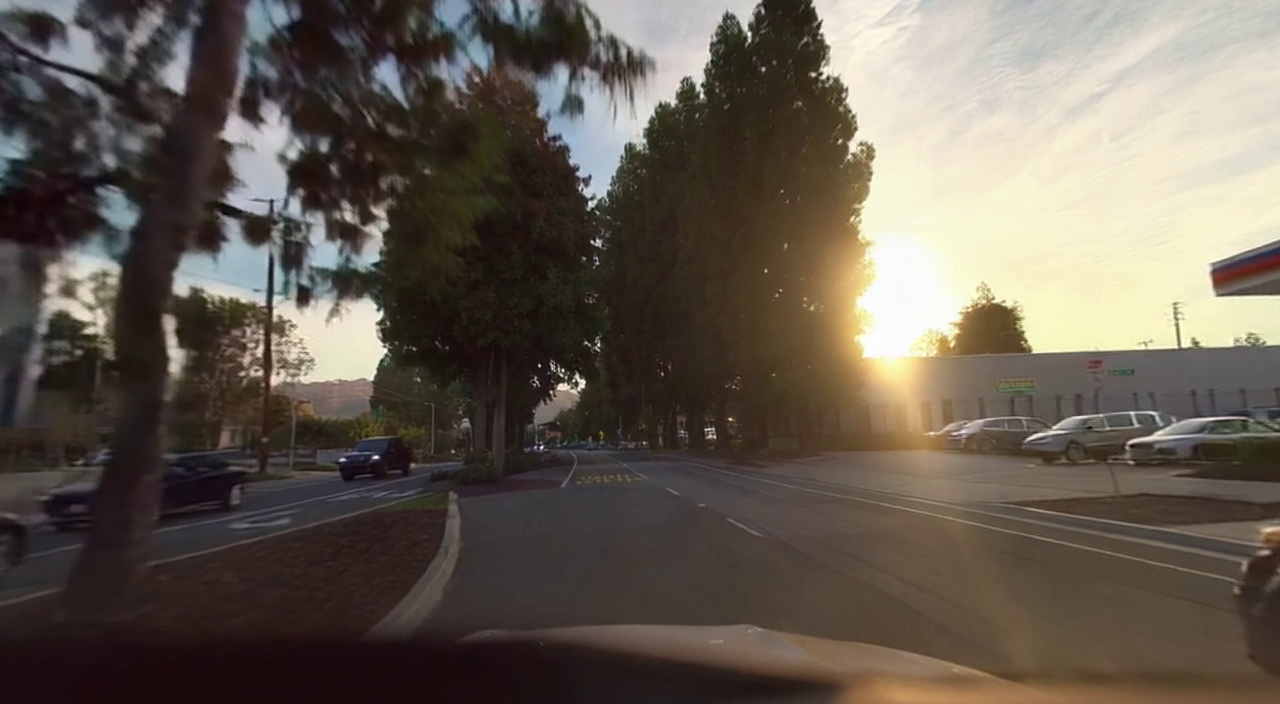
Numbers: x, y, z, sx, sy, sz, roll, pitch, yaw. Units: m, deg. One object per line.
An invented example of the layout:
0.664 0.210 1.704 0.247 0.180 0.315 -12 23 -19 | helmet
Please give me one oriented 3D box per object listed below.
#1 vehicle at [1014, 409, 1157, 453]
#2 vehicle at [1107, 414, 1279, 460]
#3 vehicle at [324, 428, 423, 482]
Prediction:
18.284 3.256 26.074 4.422 1.586 1.990 -1 -7 -3 | vehicle
18.872 2.858 21.211 4.800 1.459 2.051 0 -8 -4 | vehicle
-11.840 4.625 28.633 2.131 2.148 5.709 0 -8 -2 | vehicle
